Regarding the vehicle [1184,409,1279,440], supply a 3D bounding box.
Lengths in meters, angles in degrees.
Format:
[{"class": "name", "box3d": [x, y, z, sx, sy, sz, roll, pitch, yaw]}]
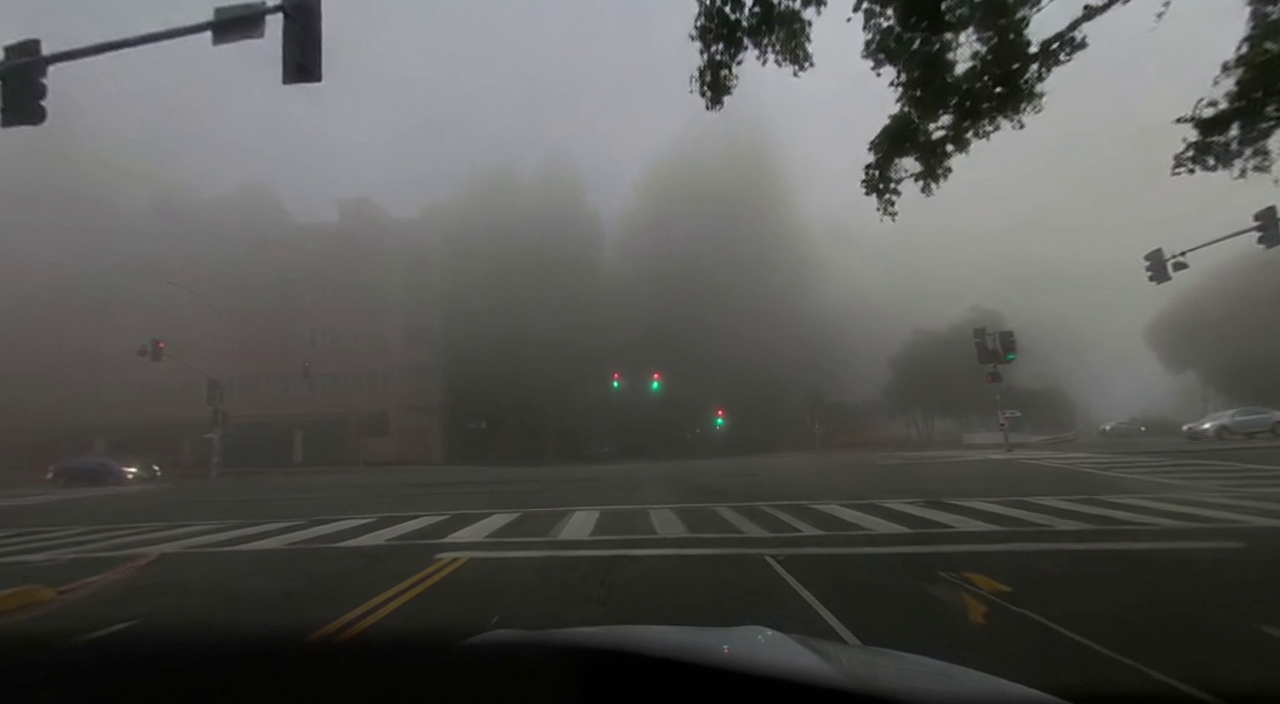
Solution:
[{"class": "vehicle", "box3d": [33.938, 4.105, 35.607, 4.483, 1.691, 1.949, 0, -8, 1]}]

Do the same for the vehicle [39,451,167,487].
[{"class": "vehicle", "box3d": [-25.163, 5.476, 29.641, 4.332, 1.573, 1.900, 0, -8, 3]}]
